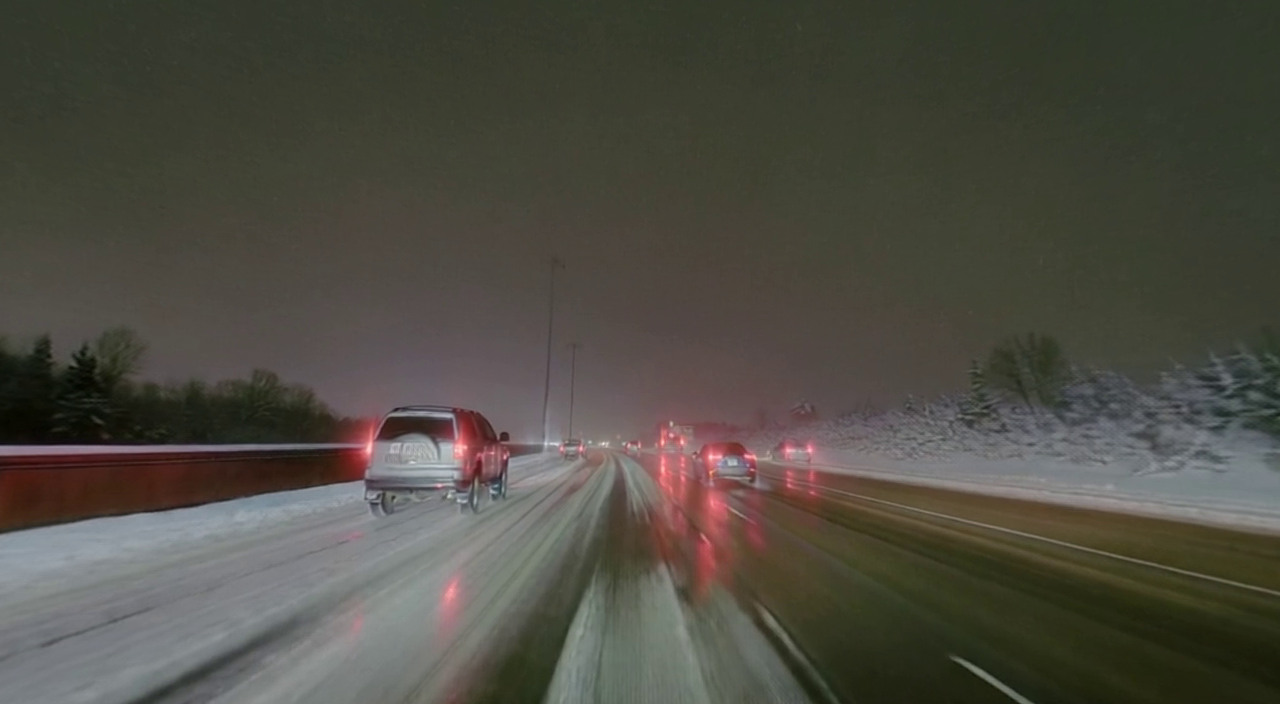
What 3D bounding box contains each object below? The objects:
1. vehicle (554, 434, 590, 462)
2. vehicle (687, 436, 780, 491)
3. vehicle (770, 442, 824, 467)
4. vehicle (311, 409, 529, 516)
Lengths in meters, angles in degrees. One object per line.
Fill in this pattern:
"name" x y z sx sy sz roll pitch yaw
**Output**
"vehicle" -4.734 6.791 44.661 2.149 1.843 4.348 2 -8 -2
"vehicle" 2.784 3.438 19.897 2.053 1.510 4.400 0 -8 -2
"vehicle" 10.030 6.532 40.597 2.105 1.496 4.393 0 -8 -3
"vehicle" -4.353 2.356 13.965 2.684 1.839 5.803 0 -8 1
